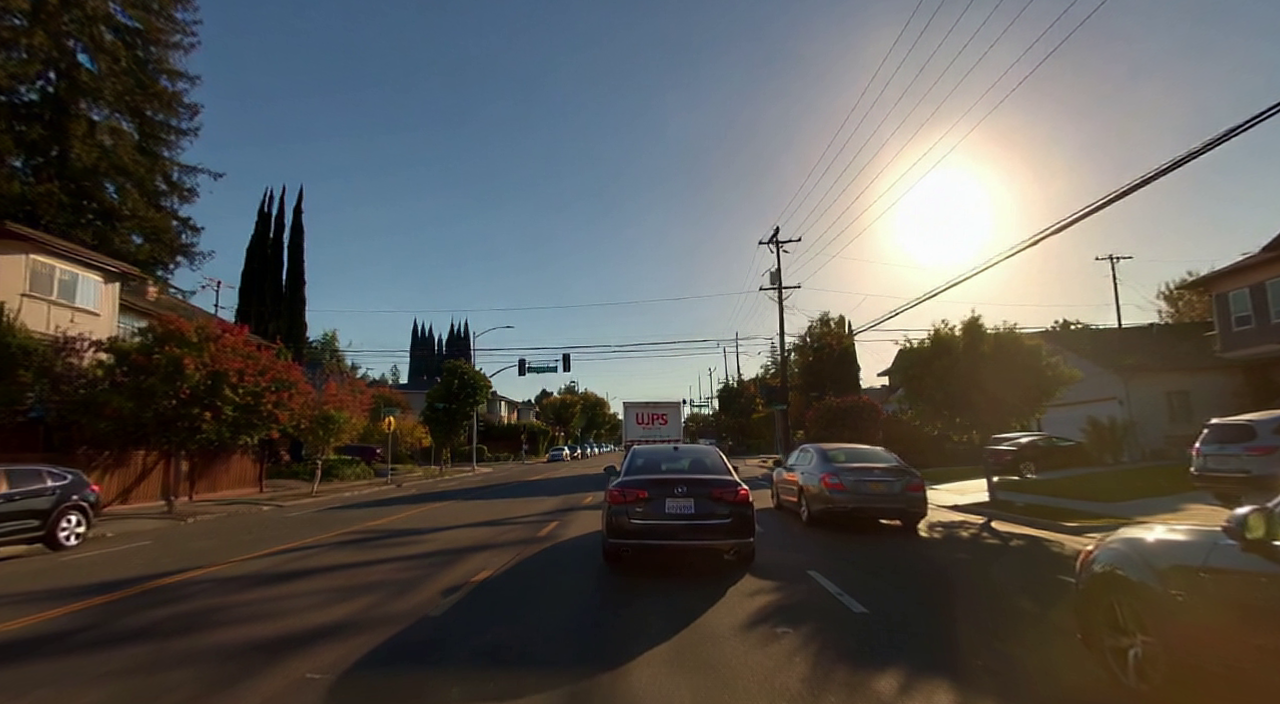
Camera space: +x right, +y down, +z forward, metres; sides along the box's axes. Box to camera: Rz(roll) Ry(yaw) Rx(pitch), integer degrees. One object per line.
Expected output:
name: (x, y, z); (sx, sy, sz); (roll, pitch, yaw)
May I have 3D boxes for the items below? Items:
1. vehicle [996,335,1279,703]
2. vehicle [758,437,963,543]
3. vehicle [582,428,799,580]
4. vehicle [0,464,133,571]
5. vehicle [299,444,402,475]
vehicle: (3.316, 0.711, 1.594); (2.069, 1.722, 4.888); (0, -8, 2)
vehicle: (3.533, 2.280, 11.121); (1.993, 1.479, 4.487); (0, -8, 0)
vehicle: (0.503, 1.844, 8.518); (2.158, 1.499, 4.377); (0, -8, 0)
vehicle: (-10.343, 2.453, 9.126); (1.925, 1.482, 4.753); (0, -8, 1)
vehicle: (-17.447, 6.464, 37.948); (5.274, 1.793, 1.921); (0, -8, 2)
